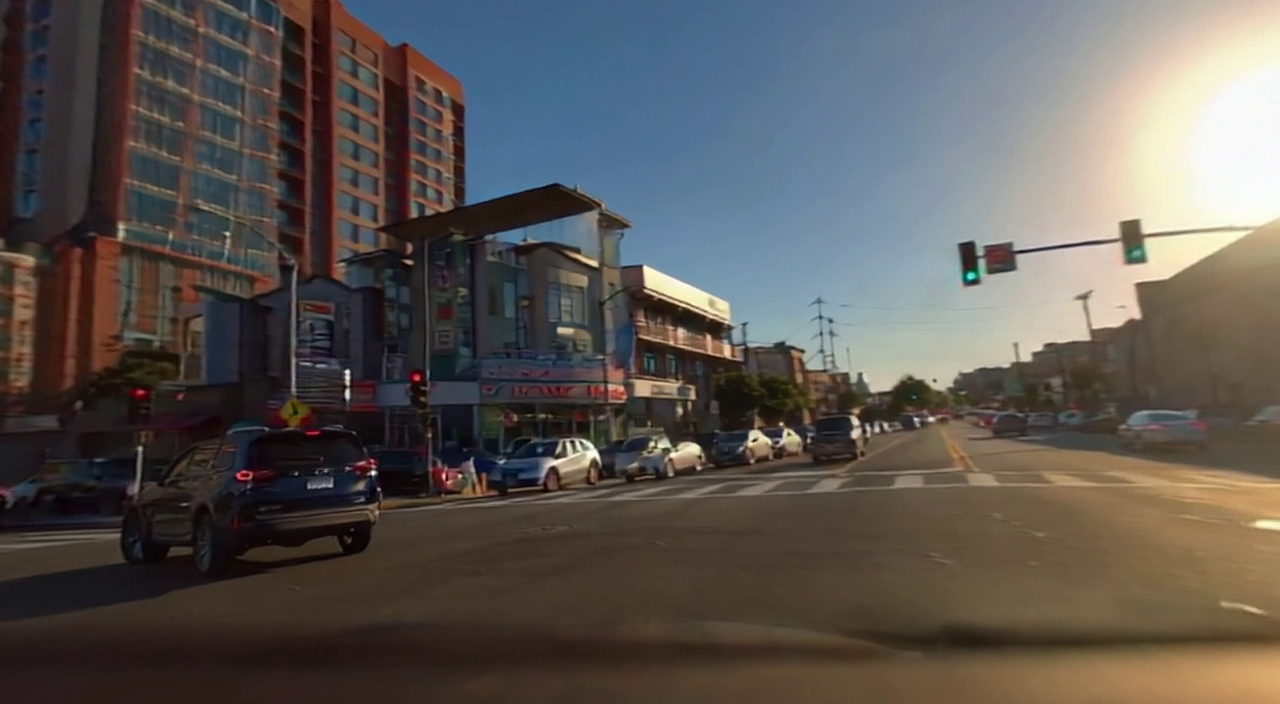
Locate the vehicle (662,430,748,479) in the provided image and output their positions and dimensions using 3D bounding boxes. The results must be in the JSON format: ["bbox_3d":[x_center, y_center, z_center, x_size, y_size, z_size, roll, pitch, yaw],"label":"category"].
[{"bbox_3d":[2.422,3.616,22.597,1.931,1.561,3.882,-4,-8,23],"label":"vehicle"}]

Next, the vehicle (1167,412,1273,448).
[{"bbox_3d":[24.976,3.416,27.359,1.863,1.426,4.494,-4,-8,23],"label":"vehicle"}]

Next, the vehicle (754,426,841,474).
[{"bbox_3d":[5.732,3.440,22.477,2.149,1.487,4.667,-4,-9,24],"label":"vehicle"}]

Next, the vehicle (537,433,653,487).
[{"bbox_3d":[-1.457,3.847,23.065,1.993,1.708,5.219,-4,-9,24],"label":"vehicle"}]

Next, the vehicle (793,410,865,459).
[{"bbox_3d":[8.926,3.881,29.429,2.428,2.035,5.636,-4,-9,23],"label":"vehicle"}]

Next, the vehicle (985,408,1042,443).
[{"bbox_3d":[22.353,4.479,37.957,2.115,1.932,5.189,-4,-8,22],"label":"vehicle"}]

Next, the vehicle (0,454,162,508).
[{"bbox_3d":[-22.103,4.875,24.460,2.060,1.732,5.462,0,-9,13],"label":"vehicle"}]

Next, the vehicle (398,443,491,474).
[{"bbox_3d":[-9.765,5.275,31.474,4.286,1.210,1.877,-3,-4,26],"label":"vehicle"}]

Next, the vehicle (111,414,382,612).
[{"bbox_3d":[-5.498,1.884,8.511,2.157,1.863,4.665,7,-11,-42],"label":"vehicle"}]
